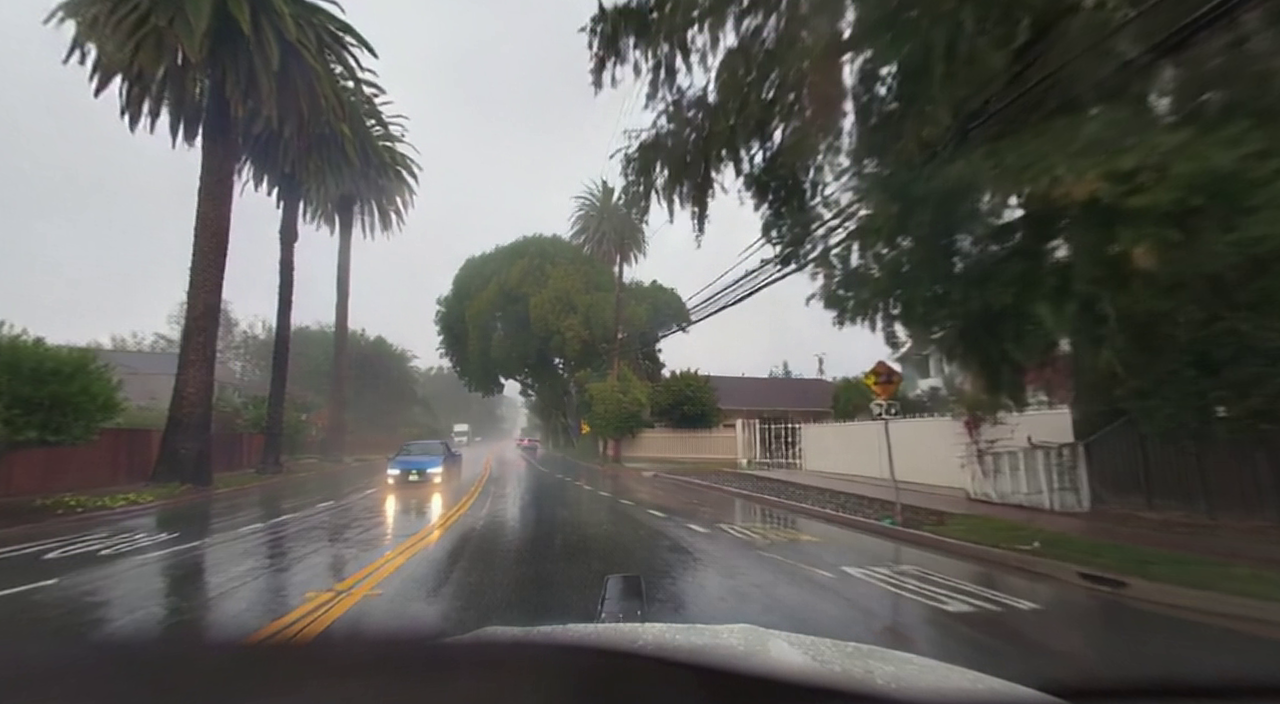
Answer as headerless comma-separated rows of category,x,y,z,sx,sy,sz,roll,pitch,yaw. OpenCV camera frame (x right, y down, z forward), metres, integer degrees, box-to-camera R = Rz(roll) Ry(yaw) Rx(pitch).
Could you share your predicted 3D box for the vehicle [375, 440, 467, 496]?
vehicle,-6.692,3.547,19.808,2.061,1.510,4.457,1,-9,-11
